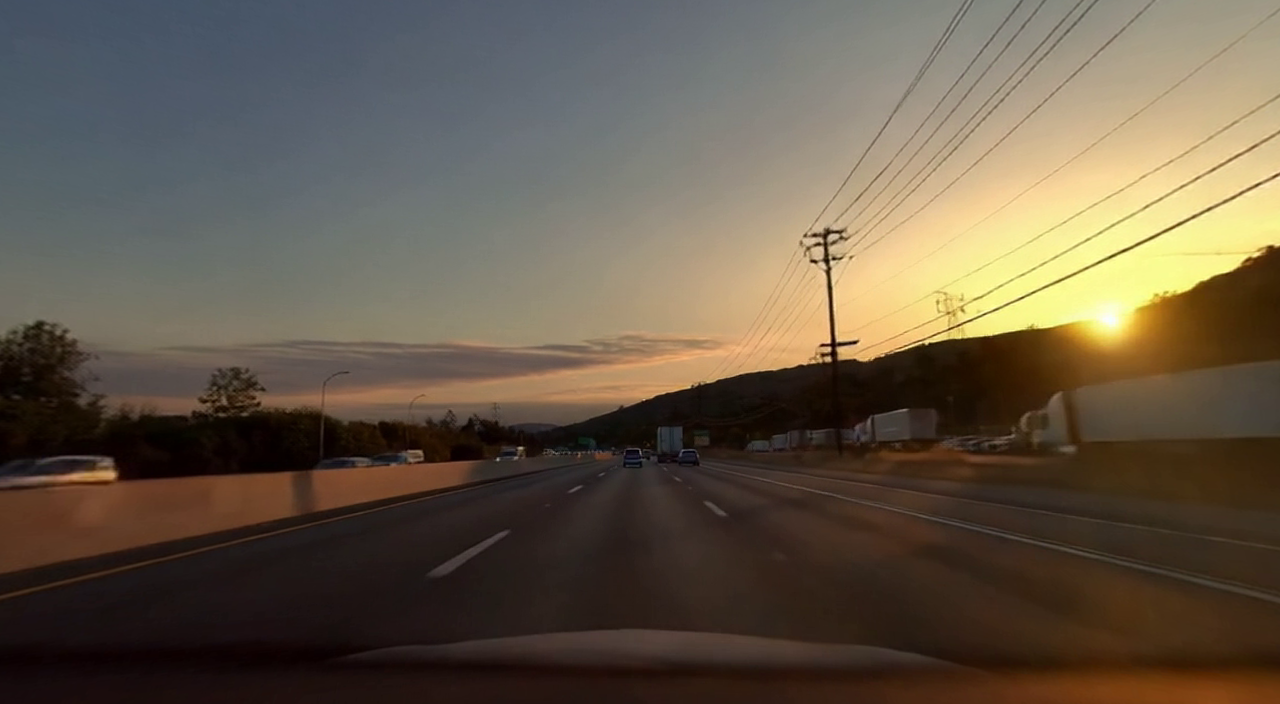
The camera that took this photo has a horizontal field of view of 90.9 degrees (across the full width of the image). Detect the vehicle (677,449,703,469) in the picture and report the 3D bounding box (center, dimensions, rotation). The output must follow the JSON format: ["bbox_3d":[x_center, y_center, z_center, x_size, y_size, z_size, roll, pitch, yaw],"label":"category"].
[{"bbox_3d":[3.923,8.397,49.608,1.779,1.512,3.517,0,-9,0],"label":"vehicle"}]

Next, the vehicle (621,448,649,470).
[{"bbox_3d":[-0.401,8.453,49.857,2.111,1.599,3.859,0,-9,-1],"label":"vehicle"}]

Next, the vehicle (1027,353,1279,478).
[{"bbox_3d":[23.612,3.179,28.095,3.234,4.276,14.411,0,-9,-1],"label":"vehicle"}]

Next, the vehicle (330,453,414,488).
[{"bbox_3d":[-12.258,5.420,29.144,1.855,1.429,4.461,0,-9,1],"label":"vehicle"}]

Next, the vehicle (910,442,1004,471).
[{"bbox_3d":[22.795,7.595,45.909,2.735,1.910,7.423,0,-9,-3],"label":"vehicle"}]

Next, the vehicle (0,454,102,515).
[{"bbox_3d":[-23.625,4.854,23.399,2.412,2.091,5.424,0,-9,0],"label":"vehicle"}]
